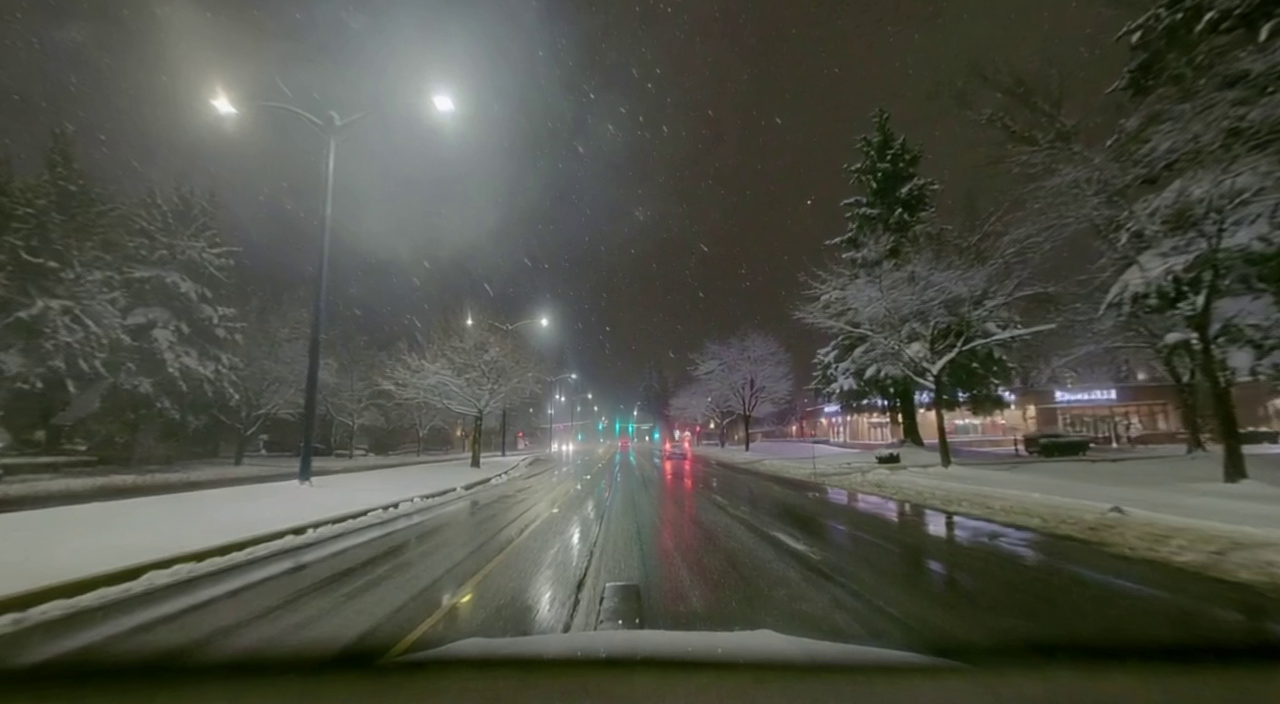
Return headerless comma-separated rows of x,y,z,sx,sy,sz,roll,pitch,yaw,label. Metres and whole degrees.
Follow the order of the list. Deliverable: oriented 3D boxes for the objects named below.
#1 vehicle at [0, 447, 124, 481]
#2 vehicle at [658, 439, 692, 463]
-40.280,7.812,43.955,6.106,2.040,2.476,-2,-8,-2,vehicle
2.475,7.107,45.331,2.020,1.681,4.248,0,-8,-2,vehicle
